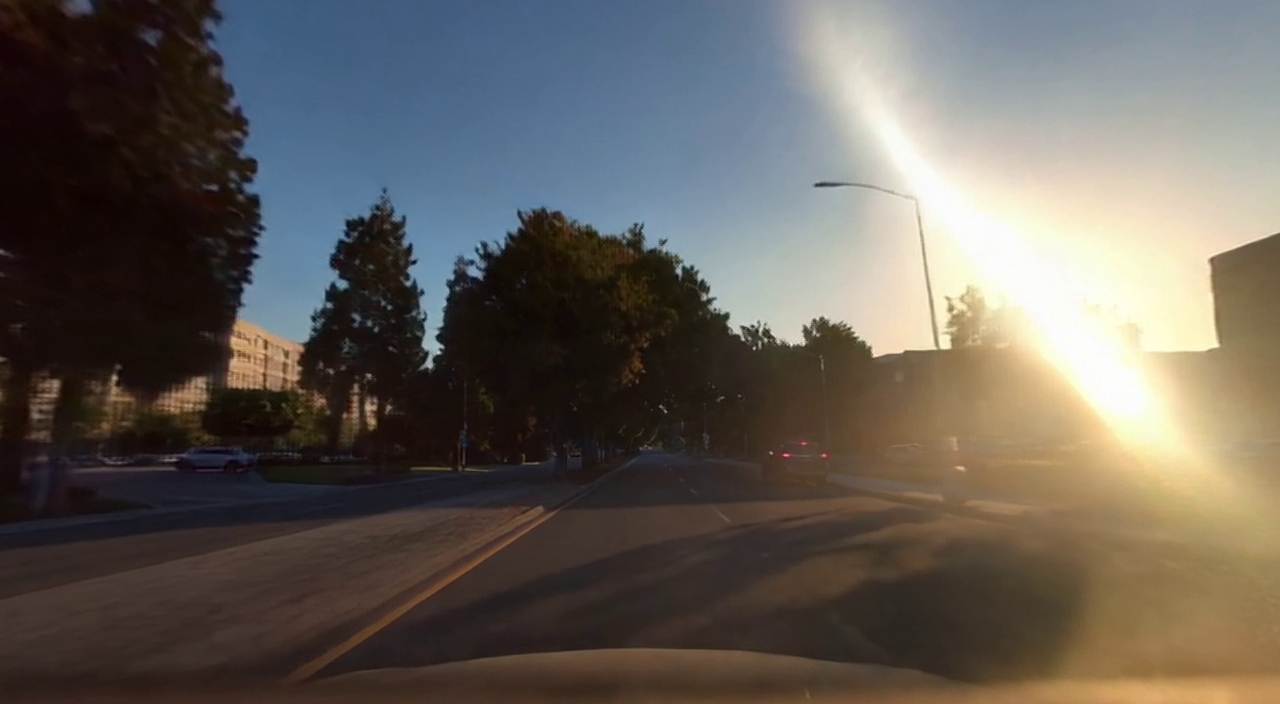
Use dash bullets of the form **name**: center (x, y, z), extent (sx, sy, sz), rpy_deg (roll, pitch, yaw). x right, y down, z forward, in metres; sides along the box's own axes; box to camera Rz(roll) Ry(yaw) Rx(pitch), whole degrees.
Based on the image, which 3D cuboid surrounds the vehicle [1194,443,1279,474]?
- **vehicle**: center (31.783, 5.510, 32.487), extent (4.294, 1.533, 1.929), rpy_deg (0, -9, 0)

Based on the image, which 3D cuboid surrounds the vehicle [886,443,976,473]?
- **vehicle**: center (17.470, 6.366, 37.818), extent (4.421, 1.535, 1.869), rpy_deg (-2, -7, 2)

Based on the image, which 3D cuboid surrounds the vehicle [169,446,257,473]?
- **vehicle**: center (-26.301, 6.606, 38.762), extent (4.048, 1.601, 1.845), rpy_deg (0, -8, -2)

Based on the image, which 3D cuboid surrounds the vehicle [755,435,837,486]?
- **vehicle**: center (7.126, 5.018, 29.441), extent (2.365, 2.138, 5.499), rpy_deg (0, -9, 0)

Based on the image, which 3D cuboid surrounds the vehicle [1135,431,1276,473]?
- **vehicle**: center (32.183, 5.707, 35.887), extent (5.753, 2.022, 2.104), rpy_deg (-3, -8, 3)
